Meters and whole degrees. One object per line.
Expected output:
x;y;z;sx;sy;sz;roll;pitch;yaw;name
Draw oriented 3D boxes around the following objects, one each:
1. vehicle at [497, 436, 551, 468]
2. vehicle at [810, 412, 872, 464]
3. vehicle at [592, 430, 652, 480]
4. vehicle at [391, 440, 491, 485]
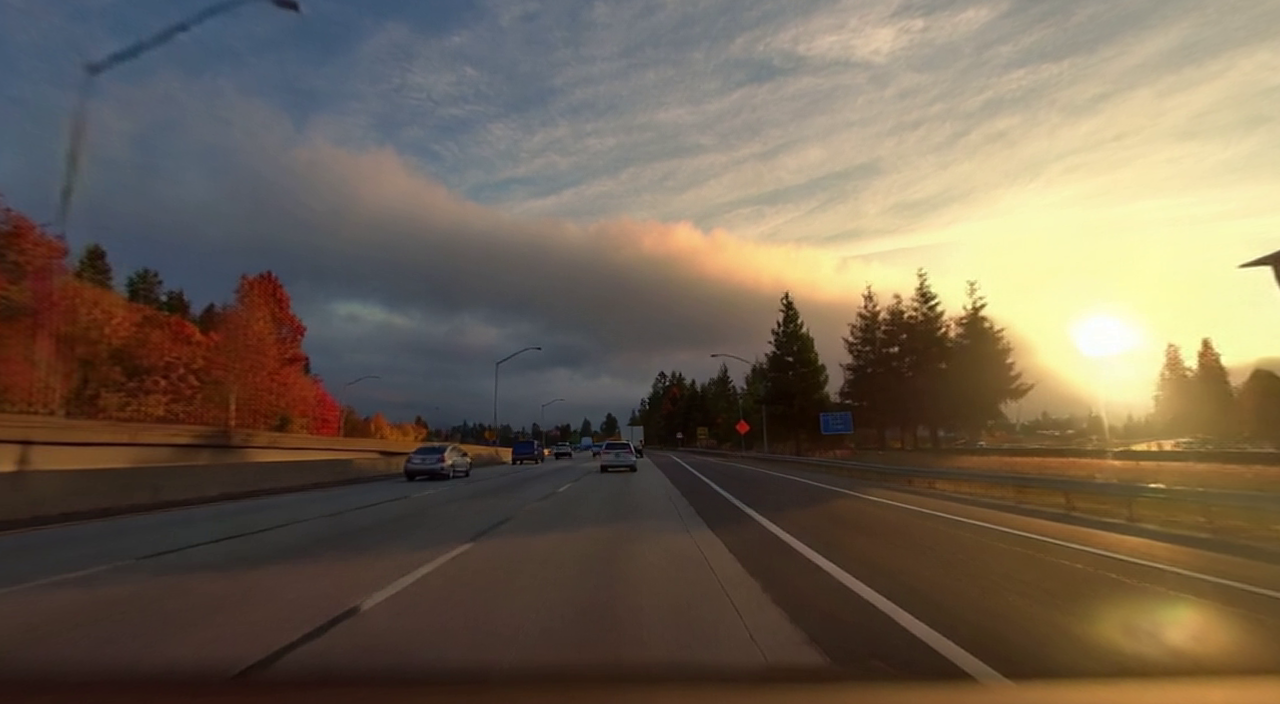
-7.436;6.477;41.090;2.328;1.927;5.880;0;-9;1;vehicle
14.524;6.260;45.749;2.879;3.559;4.020;0;-9;-3;vehicle
-0.698;4.229;26.102;2.245;1.863;4.801;0;-9;0;vehicle
-7.235;4.041;23.449;2.074;1.495;4.643;0;-9;2;vehicle
